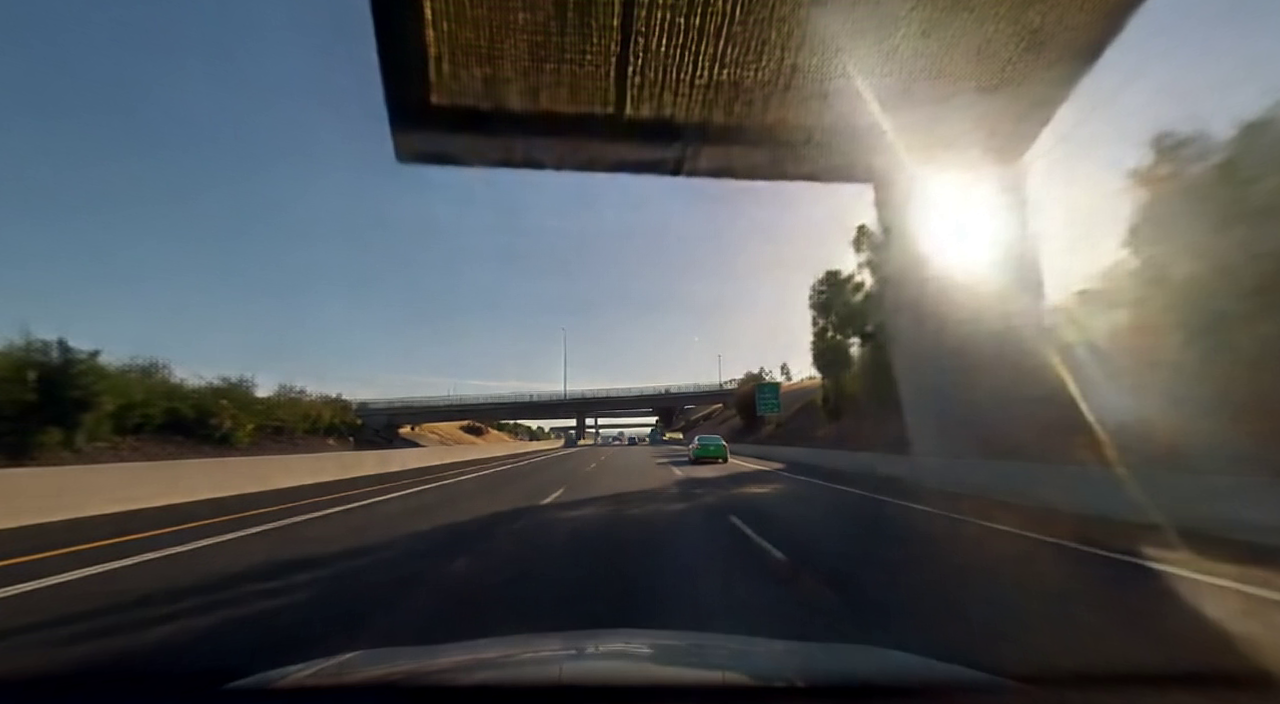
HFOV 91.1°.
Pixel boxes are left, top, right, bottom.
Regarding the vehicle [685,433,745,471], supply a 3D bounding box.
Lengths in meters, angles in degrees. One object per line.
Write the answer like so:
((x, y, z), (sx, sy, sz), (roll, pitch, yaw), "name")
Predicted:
((3.074, 4.186, 26.643), (1.946, 1.481, 3.969), (0, -8, -1), "vehicle")
